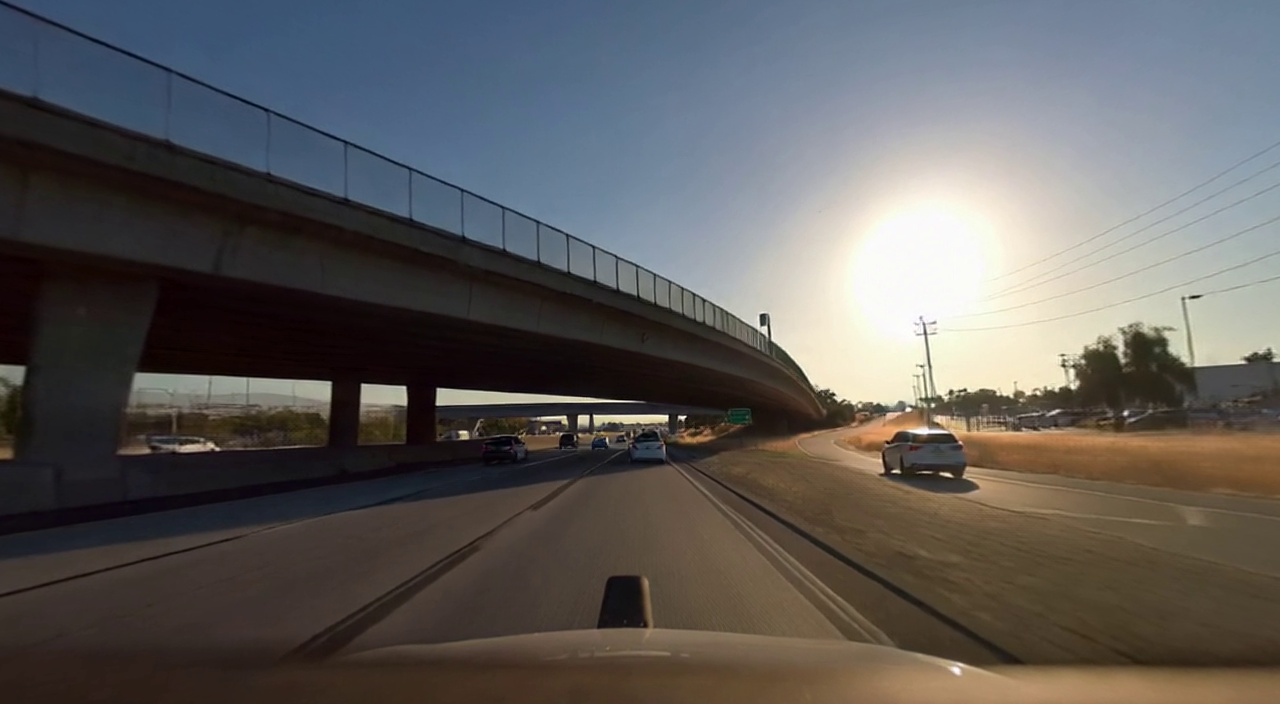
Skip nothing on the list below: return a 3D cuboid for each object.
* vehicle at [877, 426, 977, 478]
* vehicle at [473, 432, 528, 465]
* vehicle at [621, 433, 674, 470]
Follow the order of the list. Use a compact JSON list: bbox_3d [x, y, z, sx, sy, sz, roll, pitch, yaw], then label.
[{"bbox_3d":[10.539,3.705,23.607,2.095,1.674,4.530,1,-8,7],"label":"vehicle"},{"bbox_3d":[-7.614,5.336,34.931,2.067,1.682,4.388,0,-8,0],"label":"vehicle"},{"bbox_3d":[0.266,4.368,27.847,2.145,1.493,4.146,0,-8,-1],"label":"vehicle"}]
